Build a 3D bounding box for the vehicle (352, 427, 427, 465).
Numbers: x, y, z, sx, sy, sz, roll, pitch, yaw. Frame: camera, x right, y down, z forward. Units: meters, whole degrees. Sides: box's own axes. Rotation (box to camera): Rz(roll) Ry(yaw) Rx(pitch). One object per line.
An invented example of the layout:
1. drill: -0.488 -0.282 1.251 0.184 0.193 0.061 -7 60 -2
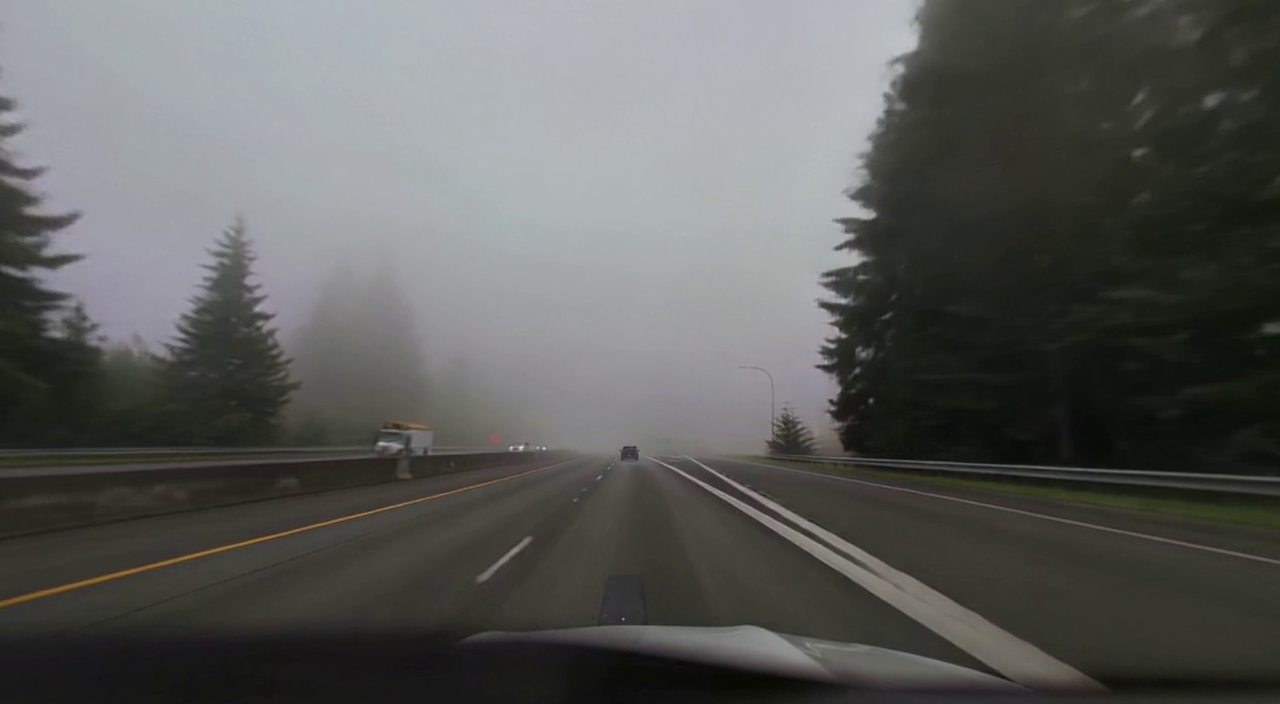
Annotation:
1. vehicle: -17.190 6.538 43.755 2.404 2.444 7.112 0 -9 -1
